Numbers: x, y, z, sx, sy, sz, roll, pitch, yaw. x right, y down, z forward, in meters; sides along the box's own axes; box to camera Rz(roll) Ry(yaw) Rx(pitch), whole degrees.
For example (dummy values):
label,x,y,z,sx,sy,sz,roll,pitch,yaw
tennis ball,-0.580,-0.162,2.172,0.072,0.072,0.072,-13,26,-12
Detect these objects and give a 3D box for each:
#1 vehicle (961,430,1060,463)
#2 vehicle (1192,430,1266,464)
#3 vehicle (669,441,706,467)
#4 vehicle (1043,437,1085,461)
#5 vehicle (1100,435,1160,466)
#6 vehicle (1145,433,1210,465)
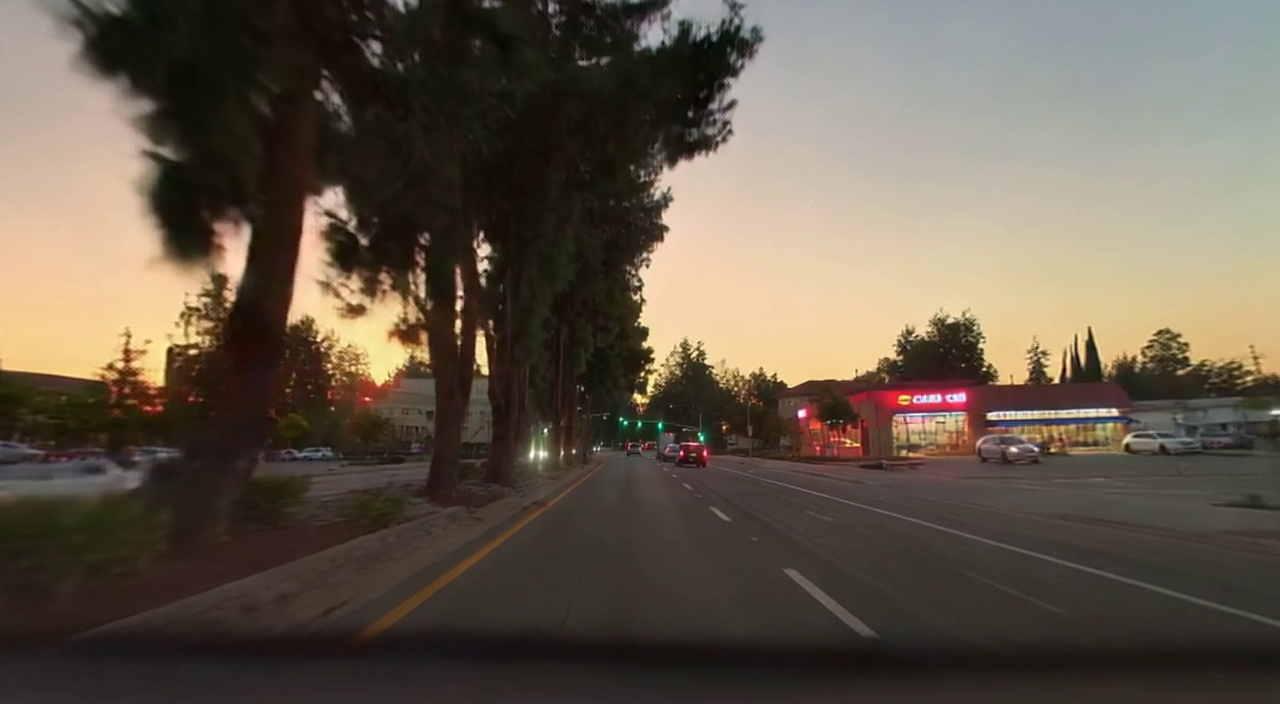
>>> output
label,x,y,z,sx,sy,sz,roll,pitch,yaw
vehicle,20.606,5.244,35.225,4.210,1.727,2.227,2,-7,-8
vehicle,36.758,5.920,39.582,2.160,1.948,4.256,-3,-8,27
vehicle,3.136,6.790,42.309,2.041,1.531,4.236,1,-7,-1
vehicle,31.121,7.093,46.501,2.064,1.654,4.271,-4,-9,28
vehicle,31.716,6.369,41.044,2.269,1.862,4.495,-3,-9,28
vehicle,34.062,6.121,40.162,2.181,1.901,4.222,-4,-9,28
